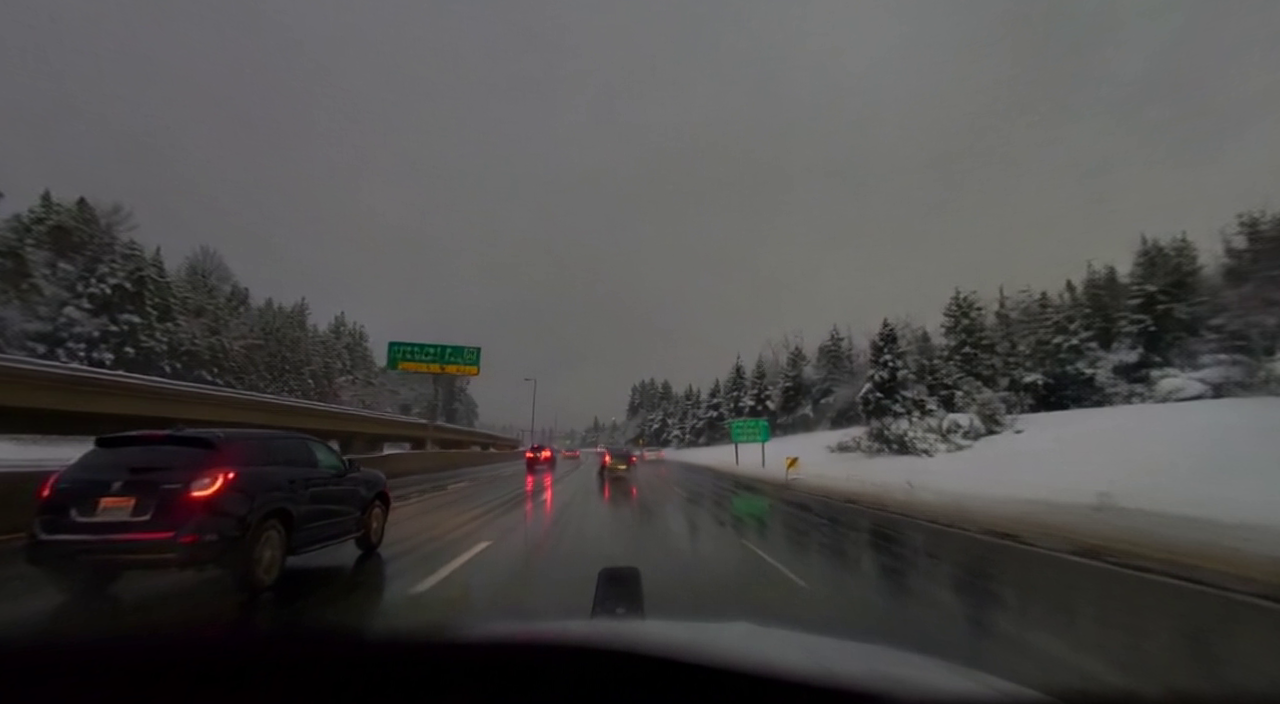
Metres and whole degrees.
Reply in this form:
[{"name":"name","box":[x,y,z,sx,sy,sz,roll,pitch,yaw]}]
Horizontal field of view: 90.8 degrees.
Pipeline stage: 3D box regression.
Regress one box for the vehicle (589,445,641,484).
[{"name":"vehicle","box":[-1.062,4.516,25.746,1.947,1.437,4.345,0,-9,-4]}]

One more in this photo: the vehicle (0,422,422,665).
[{"name":"vehicle","box":[-4.128,1.563,6.456,2.049,1.482,4.981,0,-9,0]}]

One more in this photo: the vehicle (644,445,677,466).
[{"name":"vehicle","box":[1.480,7.619,46.697,2.021,1.447,3.985,0,-9,-4]}]

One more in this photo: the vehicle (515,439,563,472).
[{"name":"vehicle","box":[-5.662,5.891,36.093,2.244,1.755,4.417,0,-9,-3]}]
